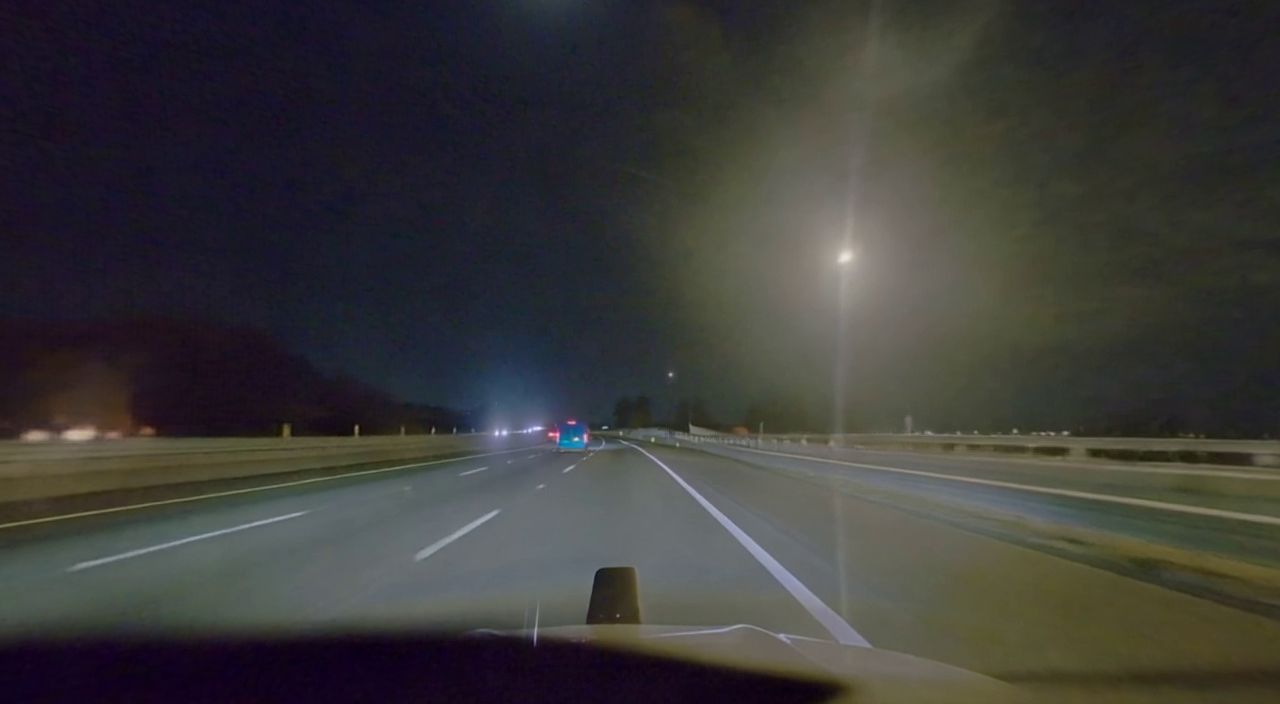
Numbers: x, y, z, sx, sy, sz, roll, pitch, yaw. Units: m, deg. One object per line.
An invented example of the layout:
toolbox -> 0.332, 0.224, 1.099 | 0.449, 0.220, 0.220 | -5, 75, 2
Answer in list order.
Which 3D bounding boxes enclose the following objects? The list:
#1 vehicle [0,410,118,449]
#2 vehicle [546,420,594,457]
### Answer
vehicle -> -25.472, 3.392, 27.250 | 1.833, 1.550, 4.500 | 0, -8, -1
vehicle -> -4.190, 5.271, 38.378 | 2.309, 2.053, 4.884 | 0, -8, 1
